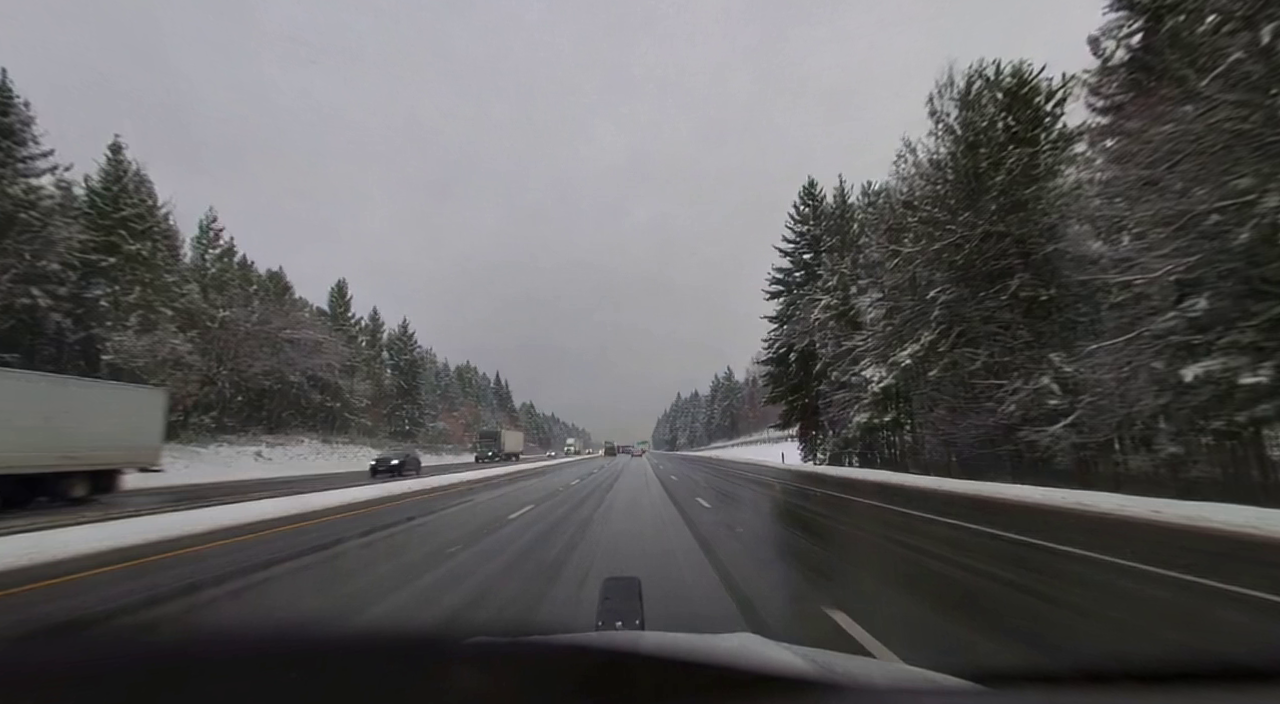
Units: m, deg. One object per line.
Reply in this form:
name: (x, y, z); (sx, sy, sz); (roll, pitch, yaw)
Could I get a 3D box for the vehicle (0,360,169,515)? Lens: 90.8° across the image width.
vehicle: (-17.985, 1.999, 14.895); (3.020, 3.951, 14.107); (0, -9, -1)

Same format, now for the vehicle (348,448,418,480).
vehicle: (-13.241, 5.765, 32.795); (1.888, 1.494, 4.184); (0, -9, 0)
